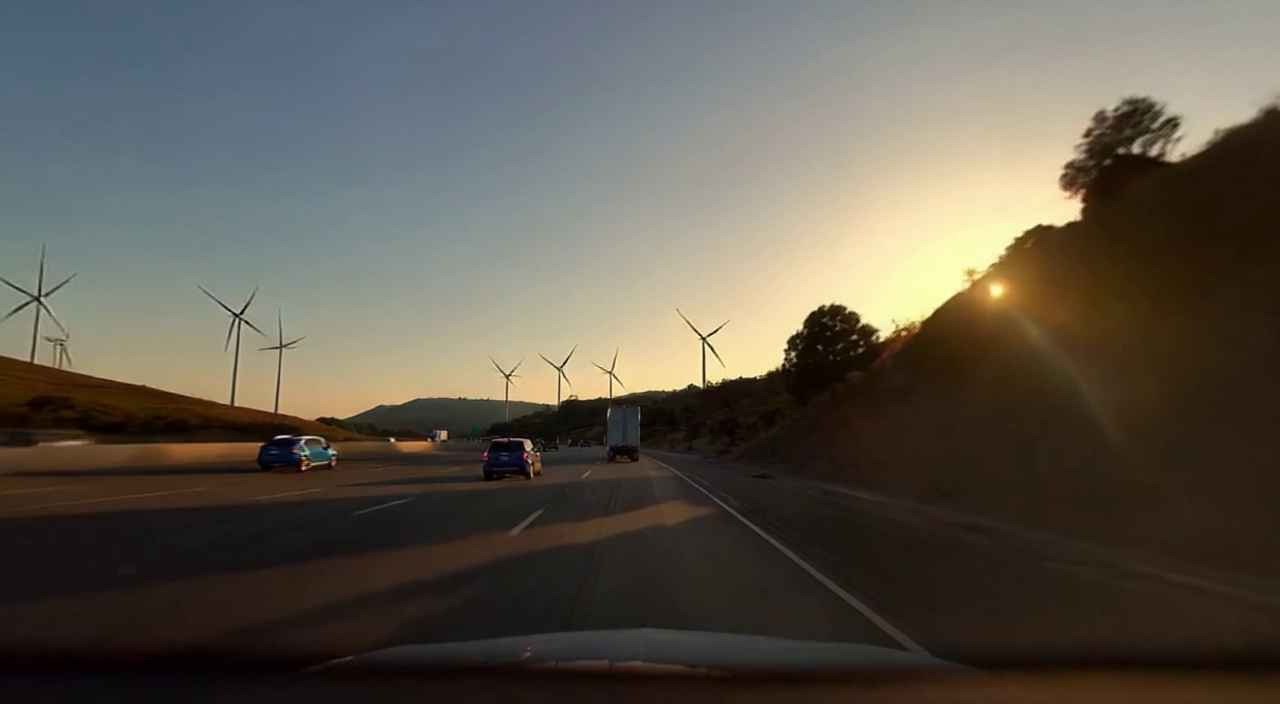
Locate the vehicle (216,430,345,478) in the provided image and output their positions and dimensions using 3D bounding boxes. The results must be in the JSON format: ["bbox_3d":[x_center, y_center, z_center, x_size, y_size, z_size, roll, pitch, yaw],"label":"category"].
[{"bbox_3d":[-15.114,4.312,26.923,2.285,1.835,5.672,0,-8,-1],"label":"vehicle"}]

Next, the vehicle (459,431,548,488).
[{"bbox_3d":[-4.352,3.479,20.657,2.109,1.684,3.783,0,-8,-1],"label":"vehicle"}]
